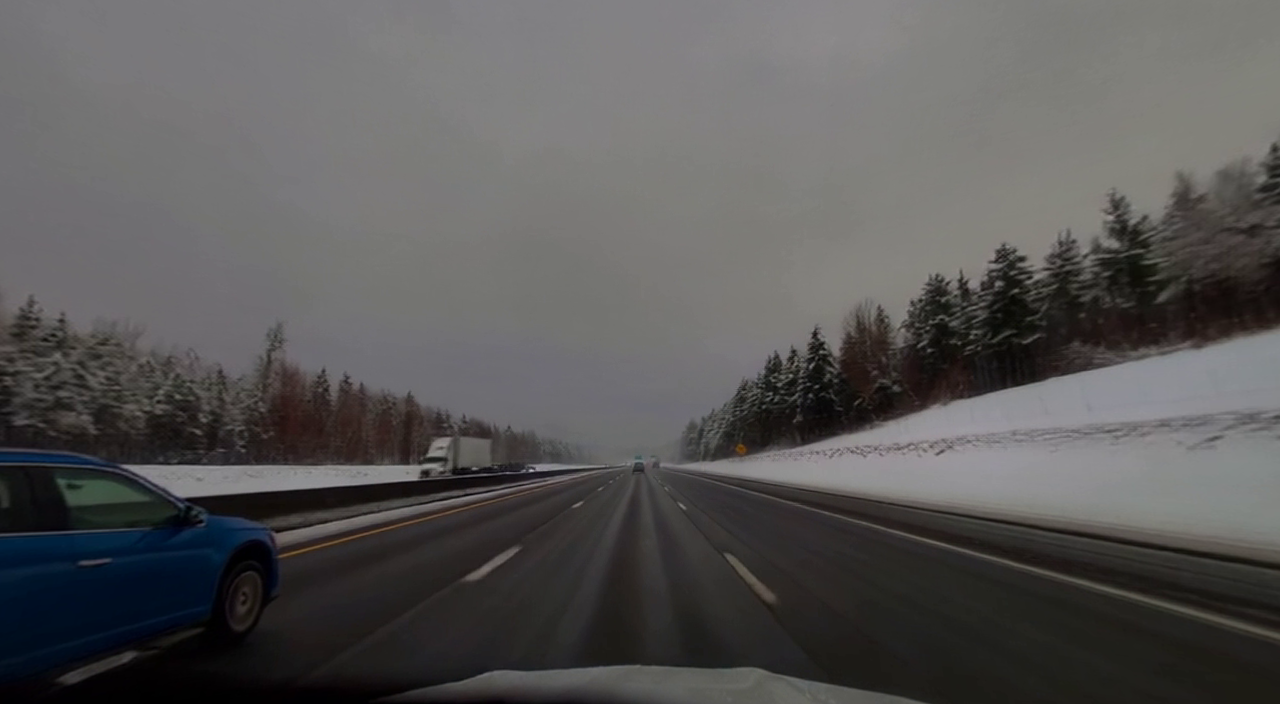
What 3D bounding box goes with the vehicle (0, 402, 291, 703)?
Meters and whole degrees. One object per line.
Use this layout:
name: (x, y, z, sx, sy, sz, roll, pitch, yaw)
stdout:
vehicle: (-3.170, 0.832, 1.631, 2.016, 1.506, 4.387, 1, -10, -1)
